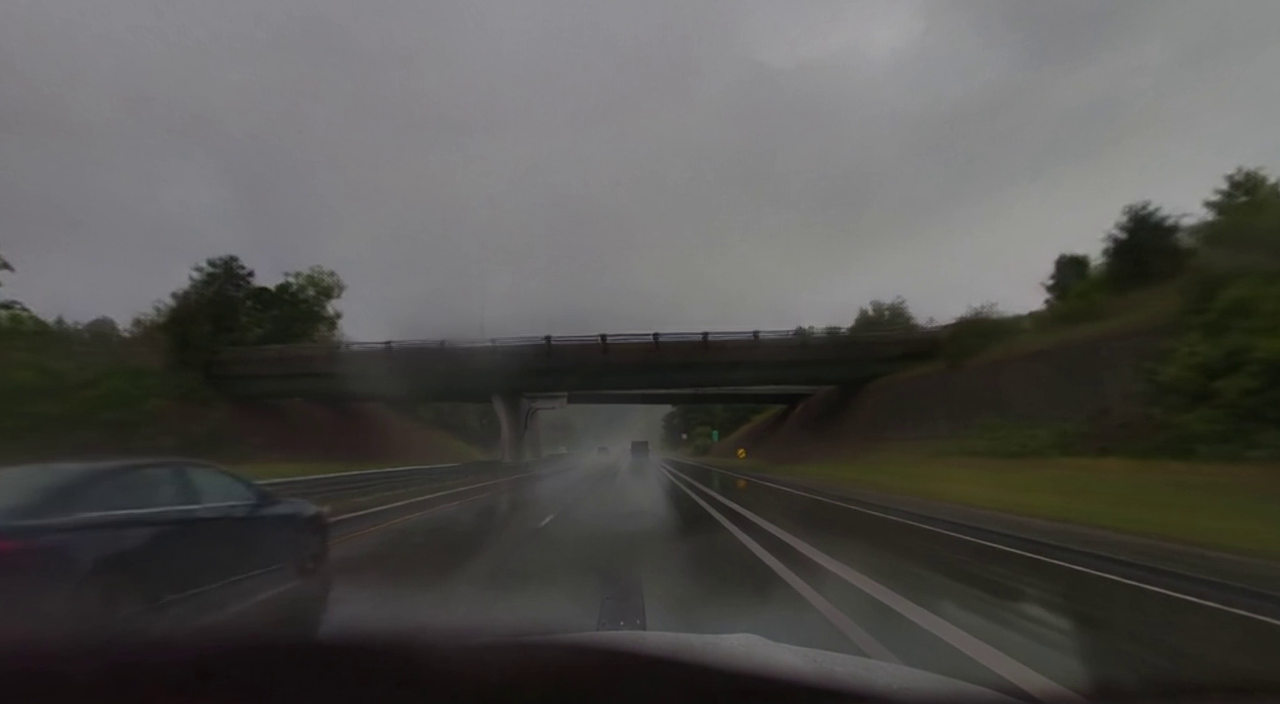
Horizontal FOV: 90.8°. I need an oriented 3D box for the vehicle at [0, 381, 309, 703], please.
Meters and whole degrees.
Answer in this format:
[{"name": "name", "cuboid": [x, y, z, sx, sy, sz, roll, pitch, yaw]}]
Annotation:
[{"name": "vehicle", "cuboid": [-4.111, 1.038, 3.485, 2.076, 1.637, 4.526, 0, -9, 0]}]
